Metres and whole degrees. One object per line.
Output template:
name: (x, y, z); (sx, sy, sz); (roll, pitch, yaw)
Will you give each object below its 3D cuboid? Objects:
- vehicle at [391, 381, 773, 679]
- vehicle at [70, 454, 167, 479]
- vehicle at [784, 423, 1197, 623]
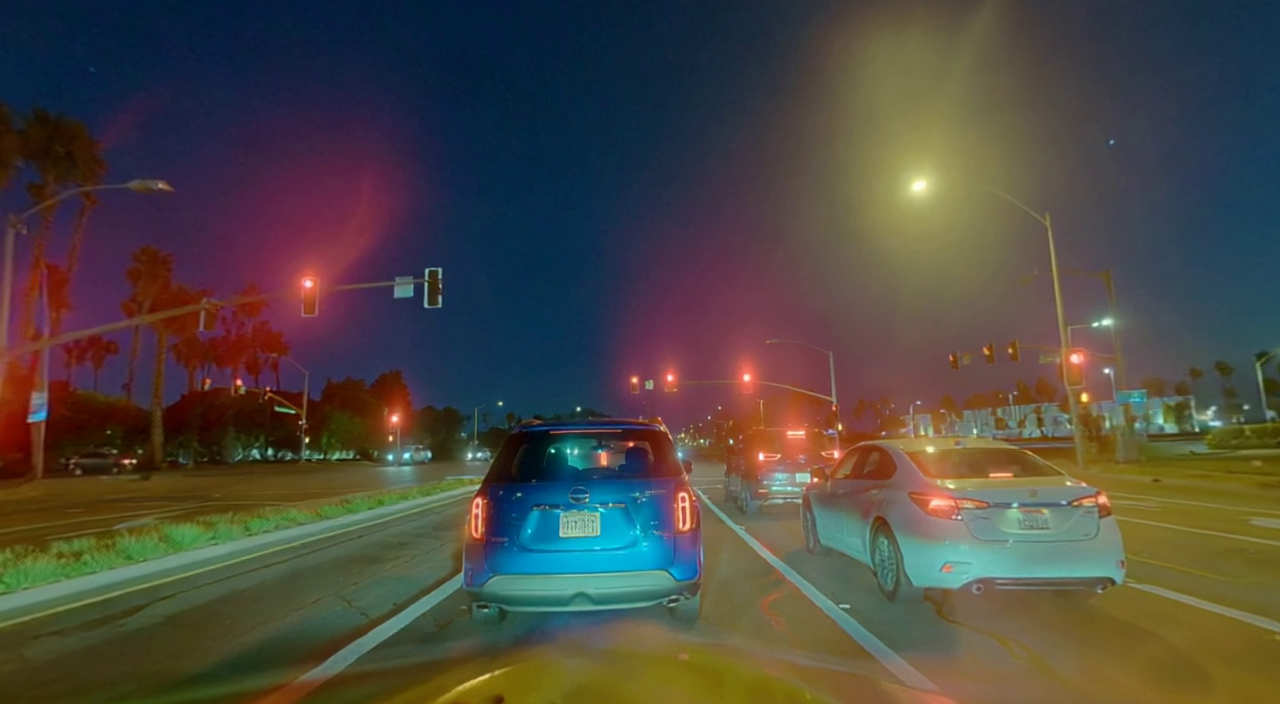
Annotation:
vehicle: (-0.329, 1.316, 5.693); (2.172, 1.694, 4.055); (0, -8, 0)
vehicle: (-39.103, 8.586, 47.134); (5.347, 1.785, 2.123); (0, -8, 2)
vehicle: (3.124, 1.609, 6.968); (1.971, 1.473, 4.495); (0, -8, 0)
